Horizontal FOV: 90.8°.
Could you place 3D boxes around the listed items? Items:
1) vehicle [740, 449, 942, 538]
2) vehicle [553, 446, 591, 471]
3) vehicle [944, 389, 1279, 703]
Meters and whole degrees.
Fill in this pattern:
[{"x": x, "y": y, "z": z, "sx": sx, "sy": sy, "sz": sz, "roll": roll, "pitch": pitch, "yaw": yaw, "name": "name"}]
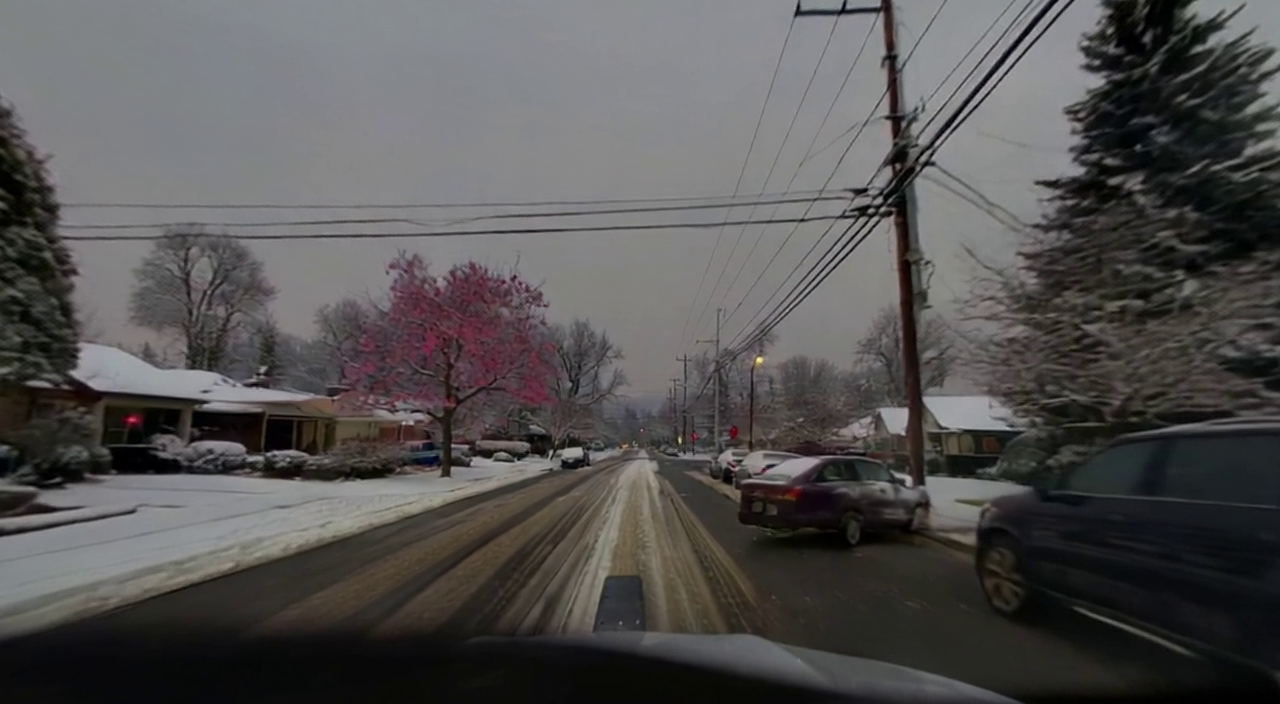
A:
[{"x": 4.223, "y": 2.710, "z": 12.872, "sx": 2.075, "sy": 1.449, "sz": 4.526, "roll": -9, "pitch": -12, "yaw": 43, "name": "vehicle"}, {"x": -4.475, "y": 7.114, "z": 42.375, "sx": 1.938, "sy": 1.508, "sz": 4.481, "roll": 0, "pitch": -8, "yaw": 2, "name": "vehicle"}, {"x": 3.935, "y": 1.146, "z": 3.703, "sx": 2.103, "sy": 1.679, "sz": 4.386, "roll": 0, "pitch": -9, "yaw": 0, "name": "vehicle"}]
